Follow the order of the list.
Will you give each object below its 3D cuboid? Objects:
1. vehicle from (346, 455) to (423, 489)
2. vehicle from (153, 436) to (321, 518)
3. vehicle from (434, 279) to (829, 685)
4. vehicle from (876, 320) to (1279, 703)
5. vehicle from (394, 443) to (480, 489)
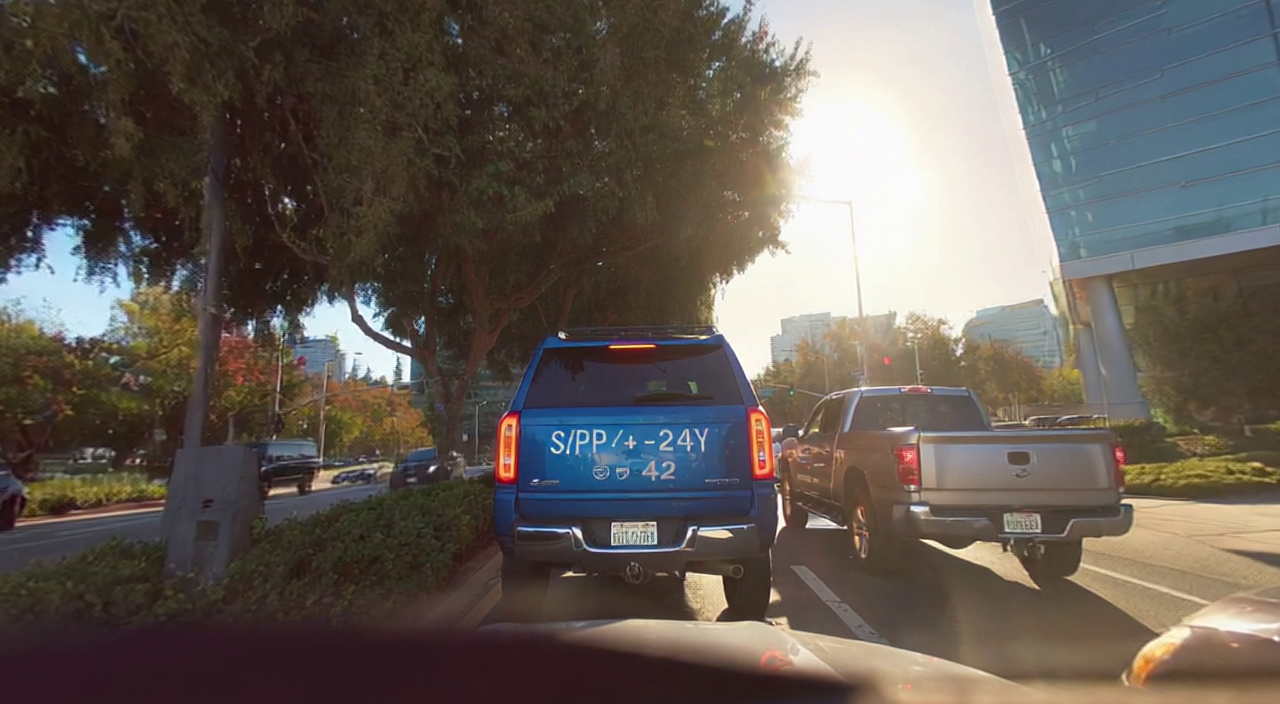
[{"bbox_3d":[-15.492,7.277,38.702,2.214,1.815,5.613,0,-8,2],"label":"vehicle"},{"bbox_3d":[-15.998,4.932,25.714,2.741,2.730,6.221,-3,-8,0],"label":"vehicle"},{"bbox_3d":[0.011,1.043,5.948,2.267,2.372,4.366,0,-8,2],"label":"vehicle"},{"bbox_3d":[3.074,0.987,3.465,2.022,1.700,4.410,0,-8,3],"label":"vehicle"},{"bbox_3d":[-9.033,5.078,28.622,2.128,1.868,4.863,0,-8,2],"label":"vehicle"}]
